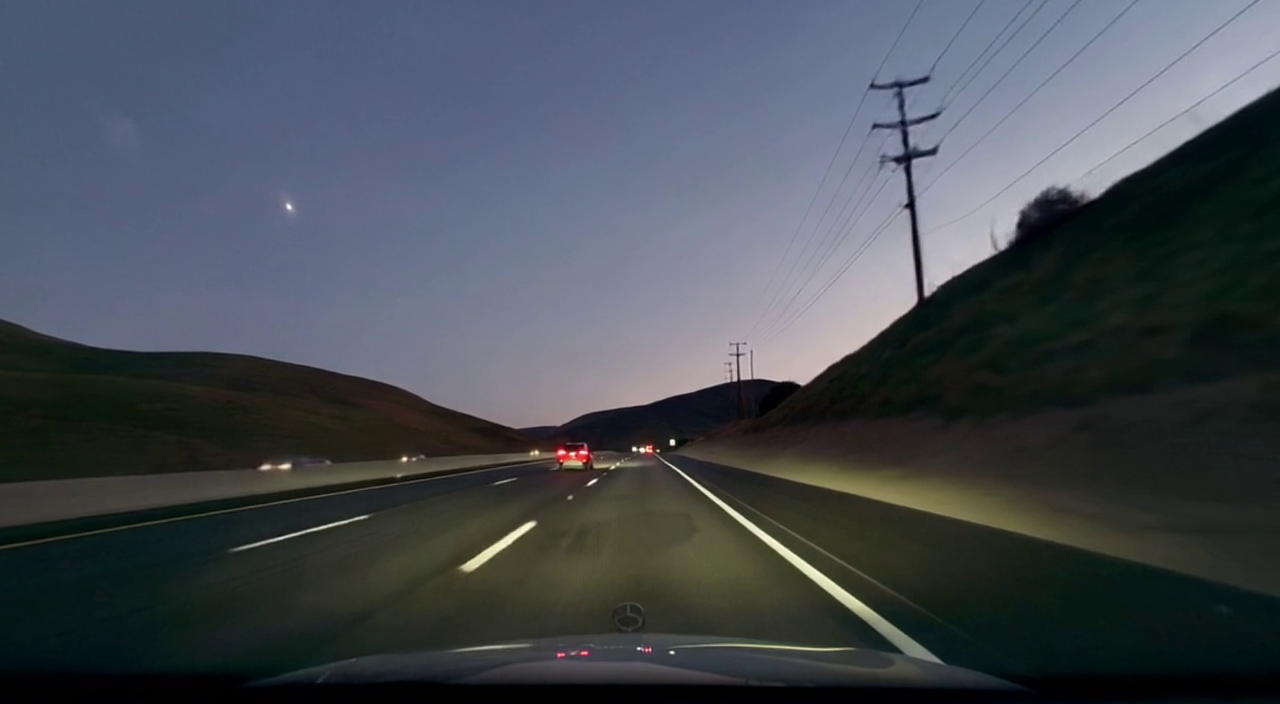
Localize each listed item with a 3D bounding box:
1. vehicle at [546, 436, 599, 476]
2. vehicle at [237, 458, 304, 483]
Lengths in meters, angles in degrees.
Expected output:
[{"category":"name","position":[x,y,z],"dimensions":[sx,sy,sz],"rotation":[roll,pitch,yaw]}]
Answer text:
[{"category":"vehicle","position":[-3.371,5.287,32.307],"dimensions":[2.136,1.845,4.515],"rotation":[0,-8,1]},{"category":"vehicle","position":[-25.403,8.115,43.527],"dimensions":[1.980,1.497,4.330],"rotation":[0,-8,0]}]
